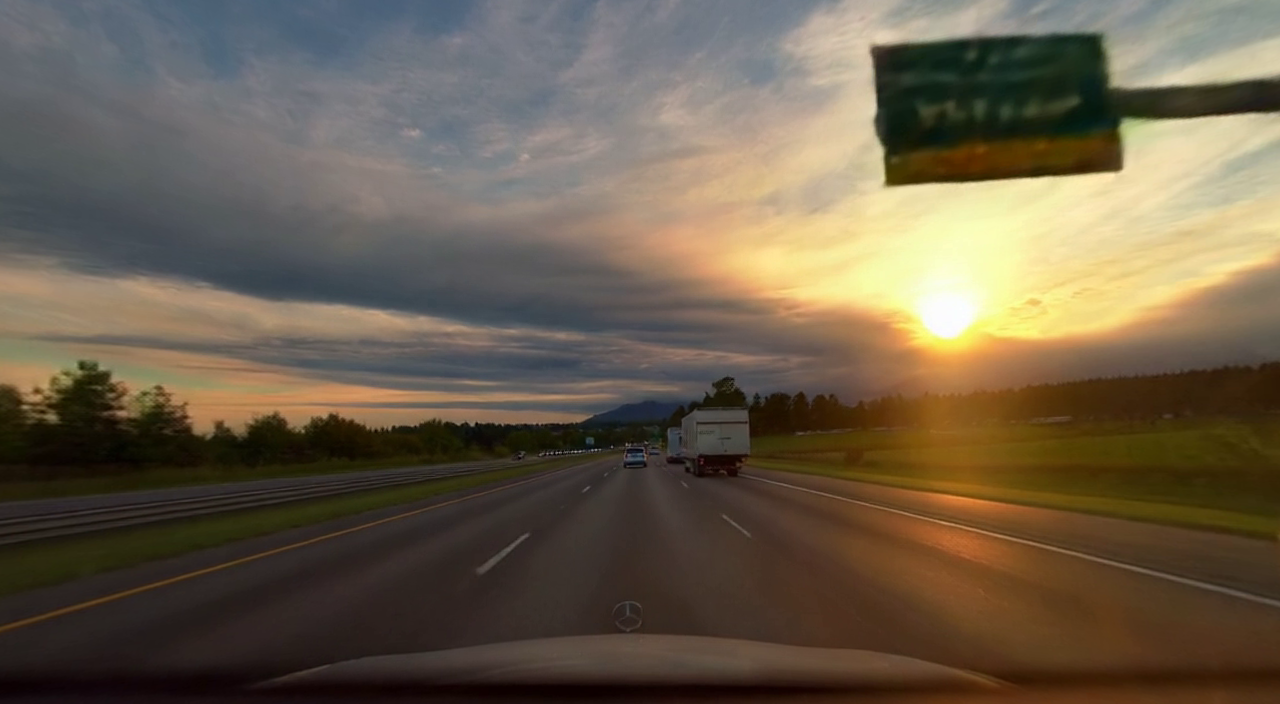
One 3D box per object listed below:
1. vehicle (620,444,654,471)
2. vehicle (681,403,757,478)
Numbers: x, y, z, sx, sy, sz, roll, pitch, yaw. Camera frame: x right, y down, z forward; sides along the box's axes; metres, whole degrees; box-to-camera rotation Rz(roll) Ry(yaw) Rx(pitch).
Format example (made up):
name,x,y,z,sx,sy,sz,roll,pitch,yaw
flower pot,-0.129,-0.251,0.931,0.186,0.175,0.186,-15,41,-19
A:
name,x,y,z,sx,sy,sz,roll,pitch,yaw
vehicle,-0.162,6.998,41.824,2.151,1.678,3.923,0,-9,0
vehicle,4.026,4.866,34.368,2.931,3.530,8.760,0,-9,0
